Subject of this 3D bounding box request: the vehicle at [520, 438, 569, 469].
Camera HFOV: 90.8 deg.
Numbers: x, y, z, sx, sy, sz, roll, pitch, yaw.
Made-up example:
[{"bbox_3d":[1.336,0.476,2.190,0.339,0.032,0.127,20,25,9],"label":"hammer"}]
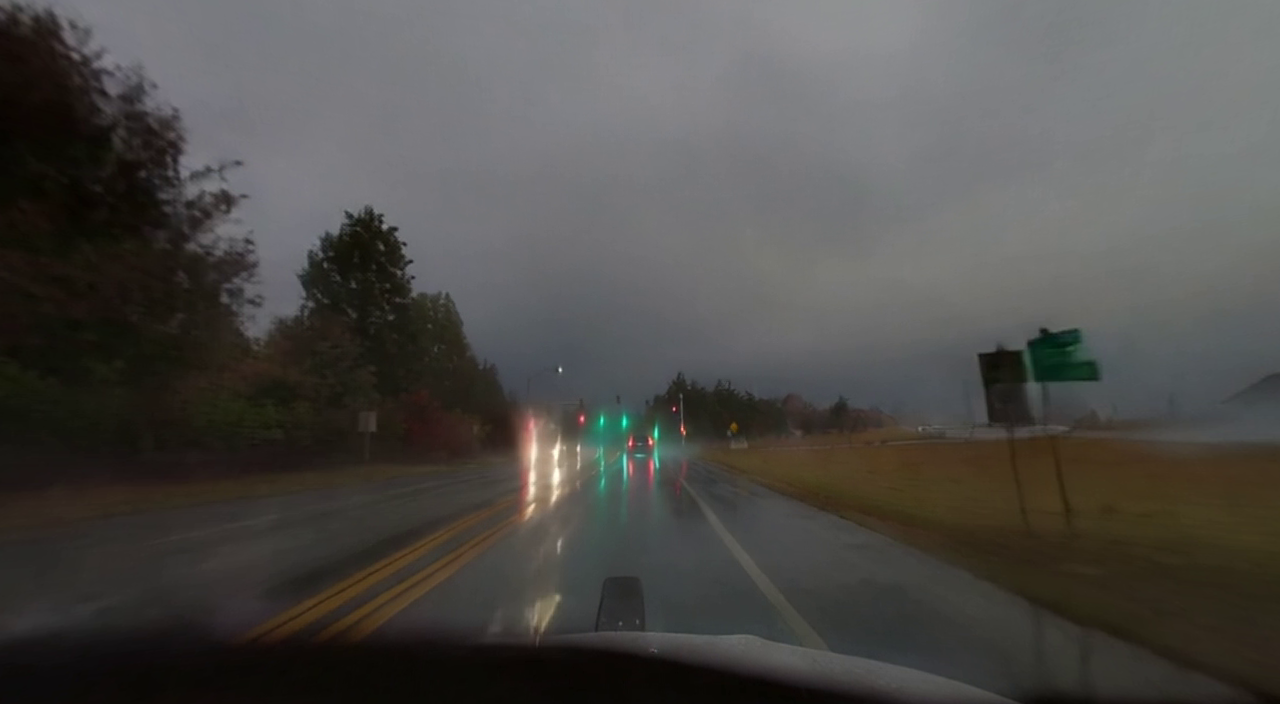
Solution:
[{"bbox_3d":[-5.703,6.129,38.405,2.347,1.720,4.687,-1,-8,-1],"label":"vehicle"}]
